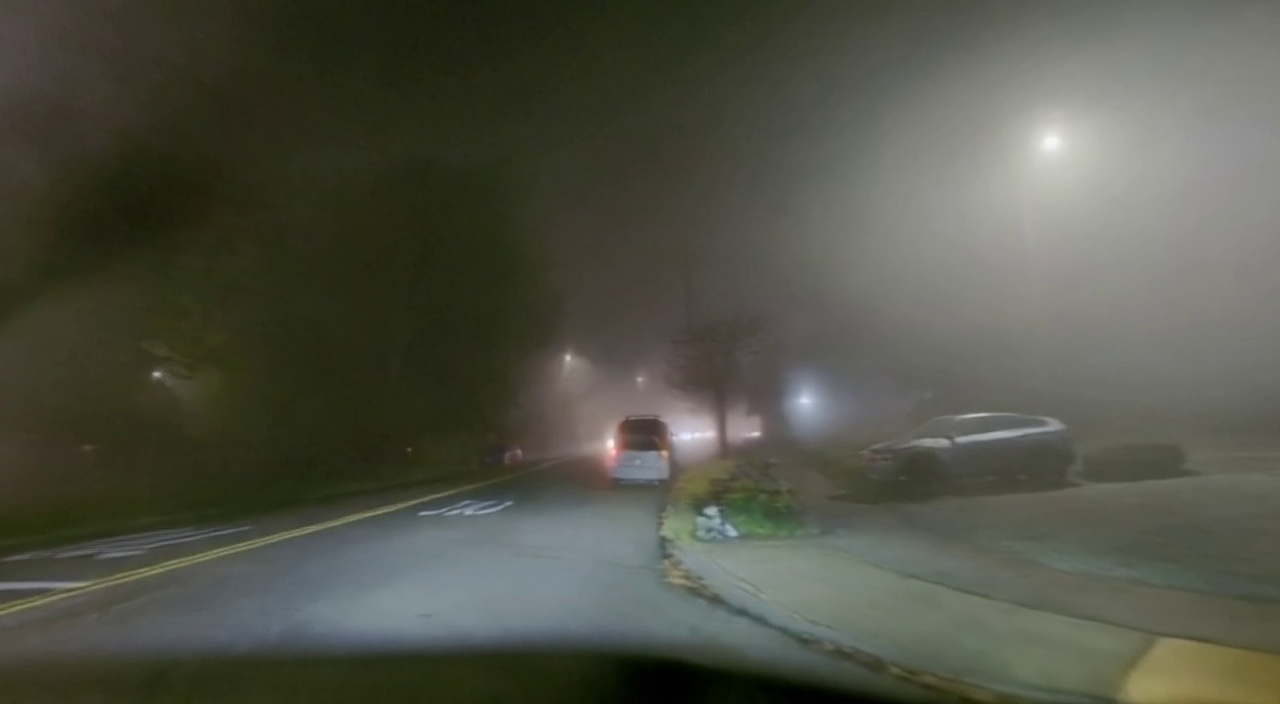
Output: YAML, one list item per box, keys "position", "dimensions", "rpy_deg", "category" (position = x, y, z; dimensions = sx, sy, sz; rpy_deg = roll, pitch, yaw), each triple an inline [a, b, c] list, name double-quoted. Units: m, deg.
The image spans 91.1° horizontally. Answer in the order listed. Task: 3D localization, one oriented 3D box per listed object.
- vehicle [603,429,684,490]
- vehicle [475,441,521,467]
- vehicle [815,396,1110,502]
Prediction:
- position: [0.126, 3.311, 19.653]
  dimensions: [2.242, 1.661, 4.273]
  rpy_deg: [0, -8, 1]
  category: "vehicle"
- position: [-9.384, 6.763, 41.797]
  dimensions: [2.033, 1.456, 4.370]
  rpy_deg: [-4, -8, 0]
  category: "vehicle"
- position: [6.059, 1.906, 12.368]
  dimensions: [4.595, 1.620, 1.984]
  rpy_deg: [-4, -9, 4]
  category: "vehicle"
